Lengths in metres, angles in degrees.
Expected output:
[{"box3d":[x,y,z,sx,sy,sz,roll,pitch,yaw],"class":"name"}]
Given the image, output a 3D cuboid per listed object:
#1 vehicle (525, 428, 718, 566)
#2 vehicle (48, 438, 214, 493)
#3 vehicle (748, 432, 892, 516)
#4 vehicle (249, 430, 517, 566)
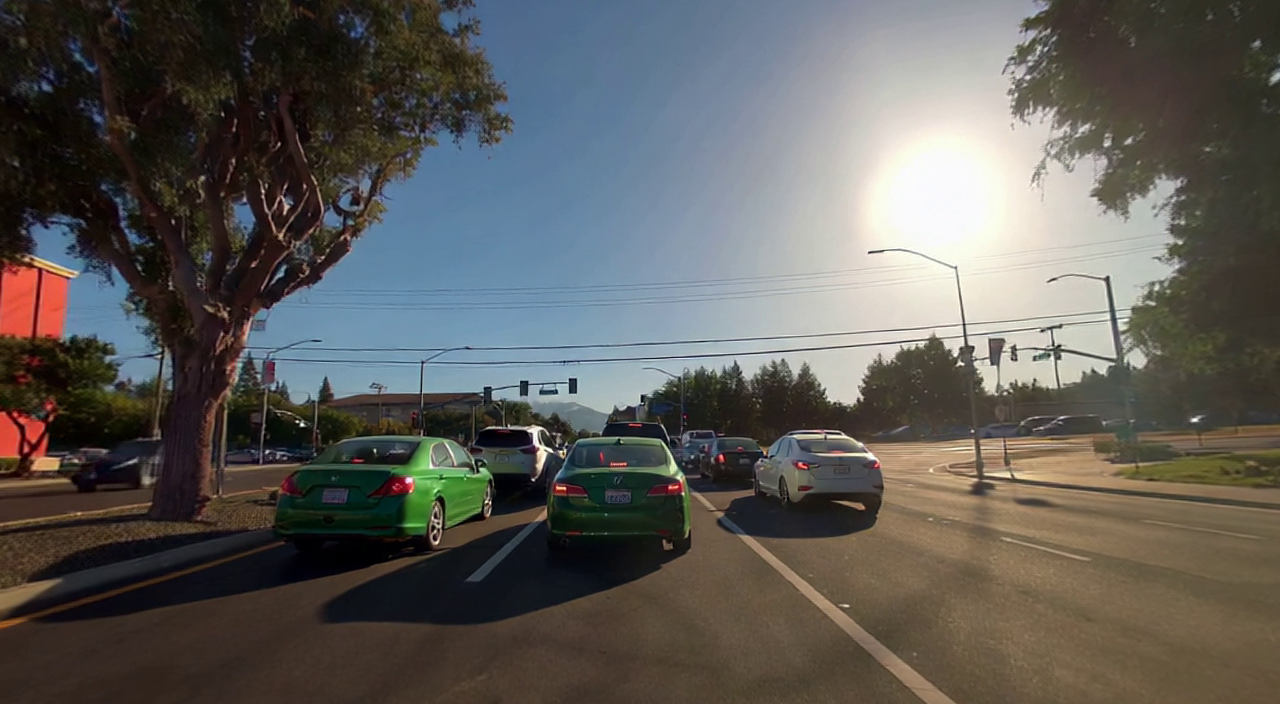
[{"box3d":[-0.207,1.833,8.711,2.041,1.450,3.847,0,-8,0],"class":"vehicle"},{"box3d":[-17.081,3.797,21.619,2.094,1.654,4.786,1,-8,-7],"class":"vehicle"},{"box3d":[3.552,2.467,13.279,1.880,1.476,3.932,0,-8,1],"class":"vehicle"},{"box3d":[-3.195,1.886,8.952,1.917,1.441,4.128,-1,-8,2],"class":"vehicle"}]
